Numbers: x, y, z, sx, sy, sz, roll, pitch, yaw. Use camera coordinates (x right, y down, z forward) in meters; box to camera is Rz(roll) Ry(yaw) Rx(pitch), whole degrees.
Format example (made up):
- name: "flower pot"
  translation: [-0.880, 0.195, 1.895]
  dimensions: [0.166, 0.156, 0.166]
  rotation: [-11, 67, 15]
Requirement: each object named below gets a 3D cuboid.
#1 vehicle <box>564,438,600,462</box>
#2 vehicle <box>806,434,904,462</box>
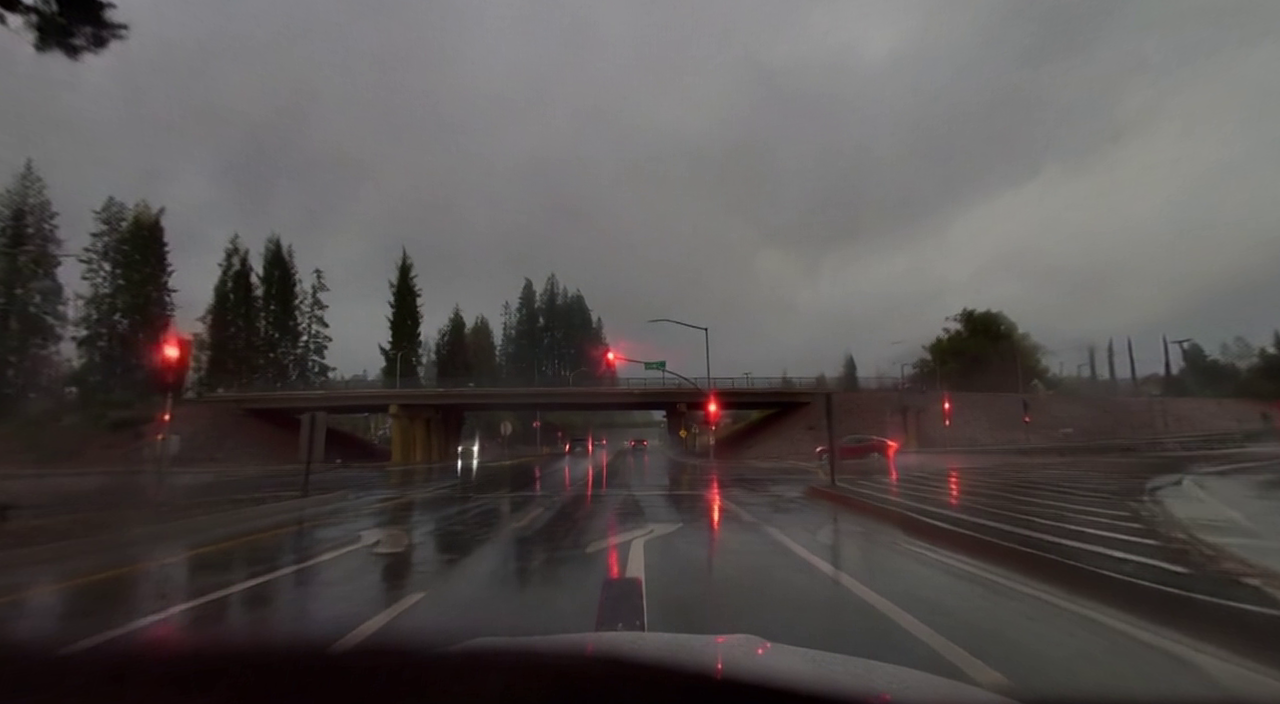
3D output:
- name: "vehicle"
  translation: [-3.885, 6.666, 43.027]
  dimensions: [2.082, 1.472, 4.310]
  rotation: [0, -8, 0]
- name: "vehicle"
  translation: [11.670, 5.216, 34.423]
  dimensions: [4.691, 1.466, 1.800]
  rotation: [1, -9, -7]
